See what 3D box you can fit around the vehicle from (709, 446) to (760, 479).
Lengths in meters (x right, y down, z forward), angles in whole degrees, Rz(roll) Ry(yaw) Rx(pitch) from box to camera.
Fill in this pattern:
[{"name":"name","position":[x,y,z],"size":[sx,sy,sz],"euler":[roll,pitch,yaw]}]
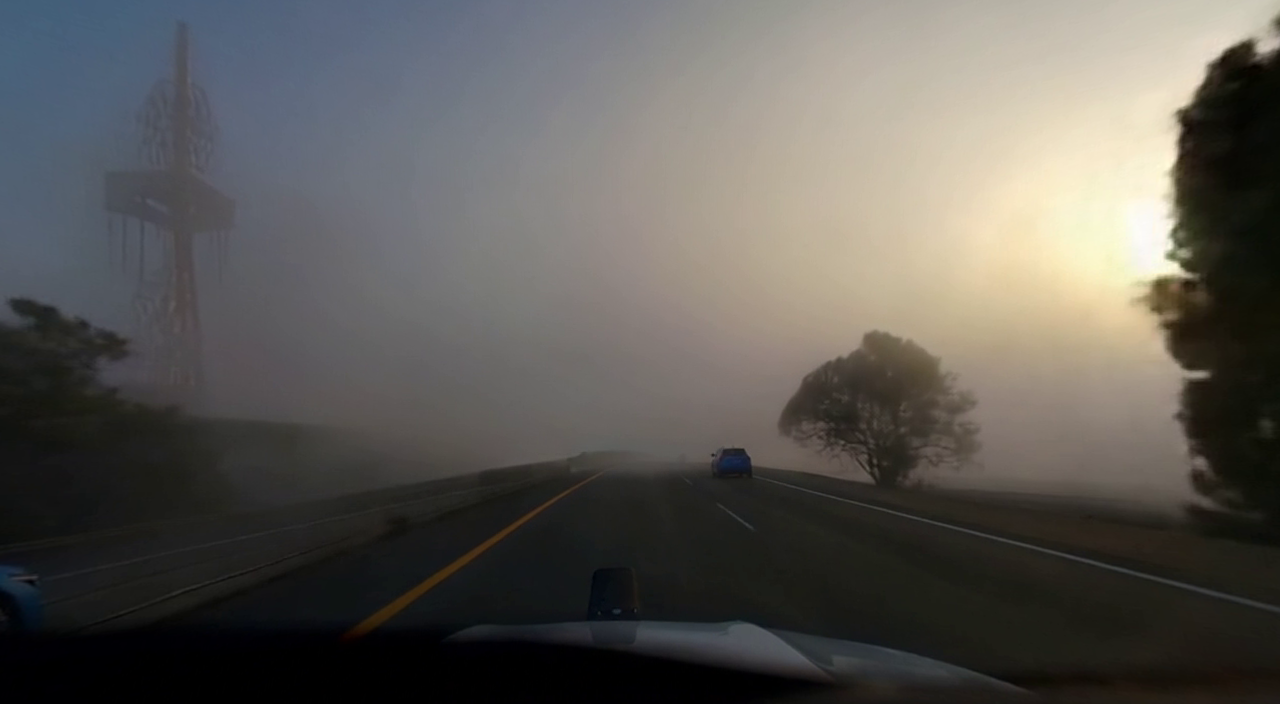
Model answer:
[{"name":"vehicle","position":[4.731,5.583,32.186],"size":[2.030,1.526,4.165],"euler":[0,-9,1]}]
